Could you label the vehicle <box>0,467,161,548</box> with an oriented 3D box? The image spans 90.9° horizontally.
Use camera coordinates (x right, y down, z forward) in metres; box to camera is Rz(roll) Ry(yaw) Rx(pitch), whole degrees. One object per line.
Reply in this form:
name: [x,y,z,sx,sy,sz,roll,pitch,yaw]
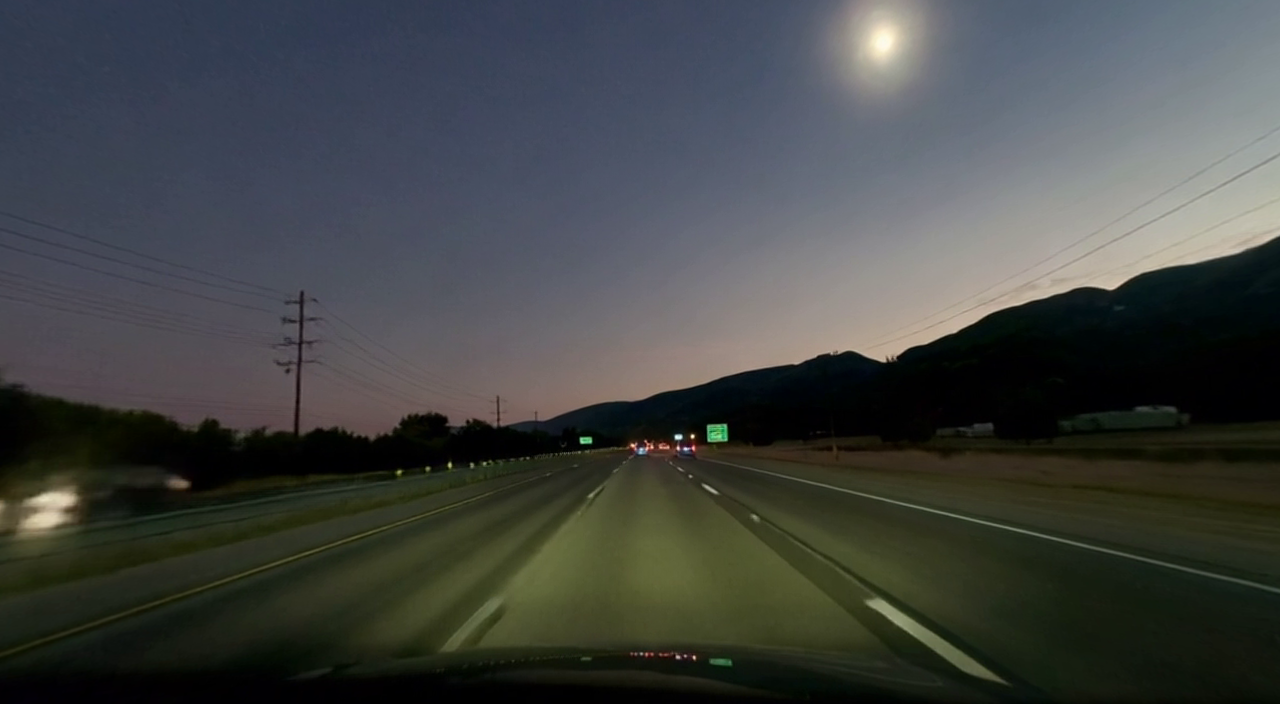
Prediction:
vehicle: [-16.499,4.240,17.858,2.122,1.774,4.756,0,-8,0]
